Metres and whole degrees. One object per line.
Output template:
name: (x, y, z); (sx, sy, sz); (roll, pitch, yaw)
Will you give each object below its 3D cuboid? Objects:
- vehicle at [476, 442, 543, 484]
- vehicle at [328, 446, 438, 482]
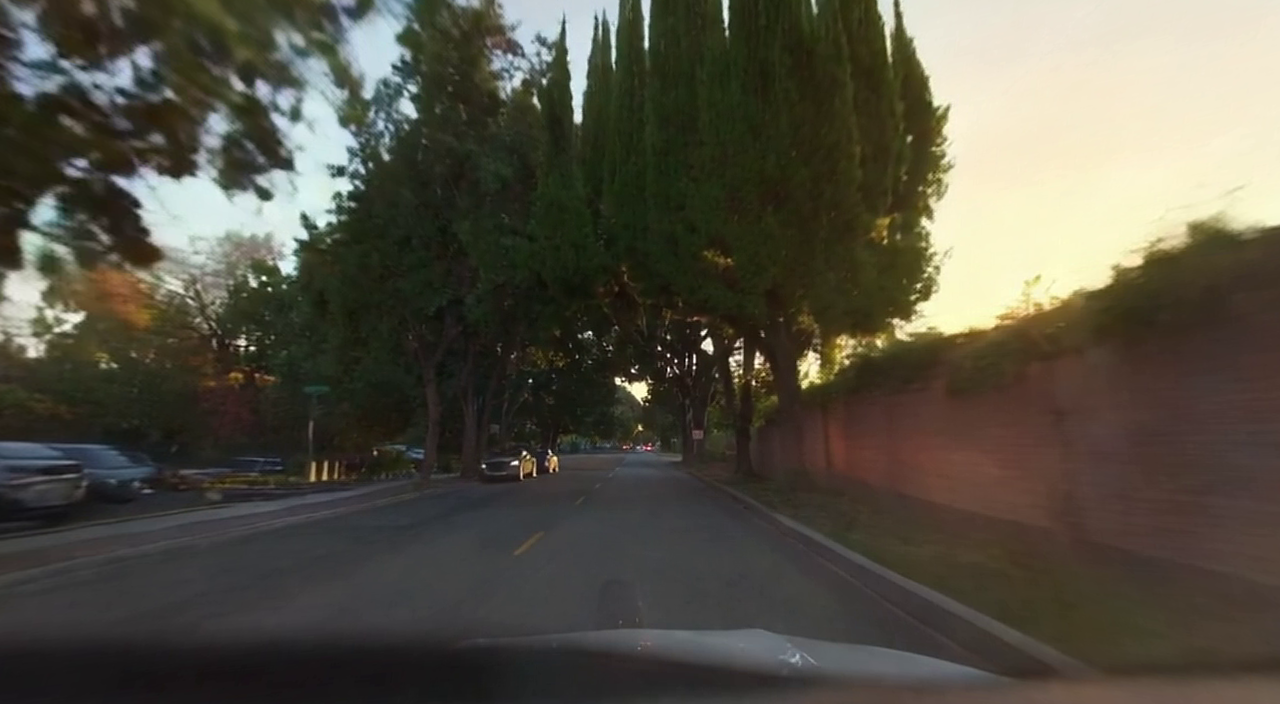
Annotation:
vehicle: (-6.283, 5.386, 31.214); (2.109, 1.847, 5.553); (0, -8, 0)
vehicle: (-13.725, 5.989, 33.901); (4.991, 1.692, 1.960); (1, -8, 1)
